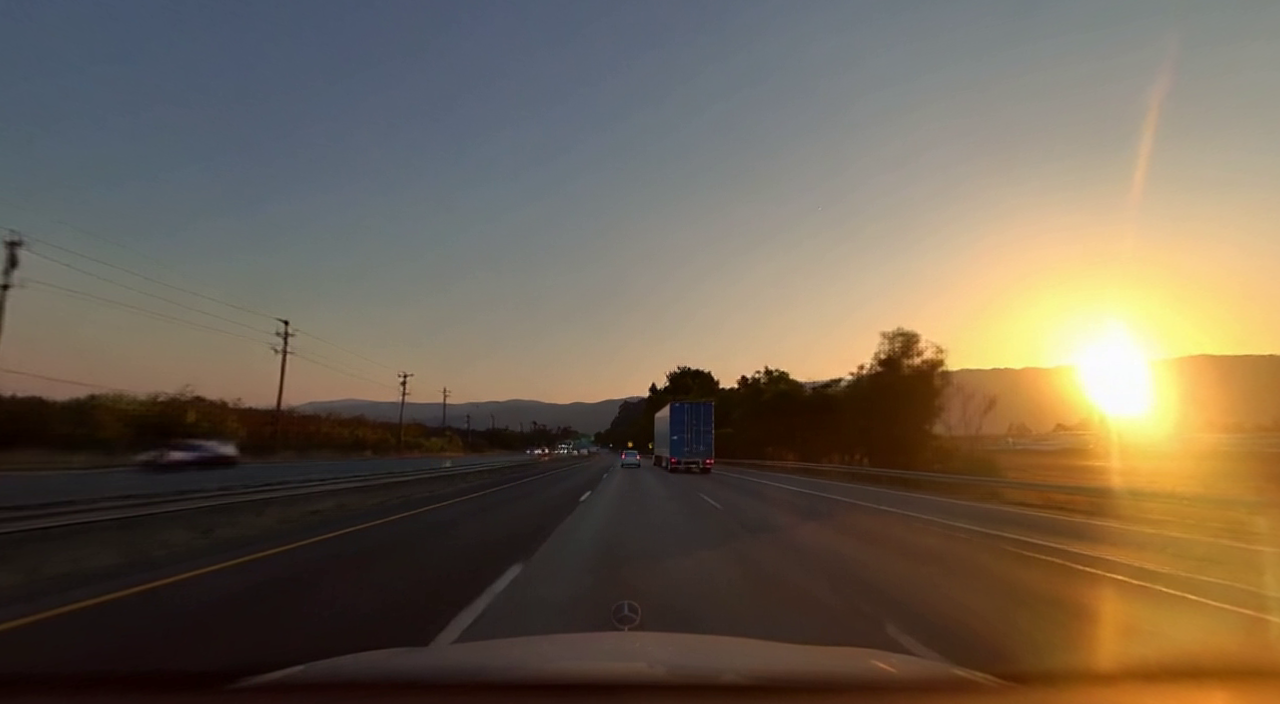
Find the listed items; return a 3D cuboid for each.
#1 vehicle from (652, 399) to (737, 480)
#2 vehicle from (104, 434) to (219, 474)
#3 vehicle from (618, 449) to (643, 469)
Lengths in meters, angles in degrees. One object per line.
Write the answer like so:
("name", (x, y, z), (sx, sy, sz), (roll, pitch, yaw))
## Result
("vehicle", (2.966, 5.775, 40.836), (3.462, 4.177, 16.311), (0, -9, -2))
("vehicle", (-19.156, 4.111, 25.484), (1.738, 1.468, 3.650), (0, -9, 0))
("vehicle", (-0.724, 8.194, 48.500), (1.898, 1.438, 4.053), (0, -9, -1))
